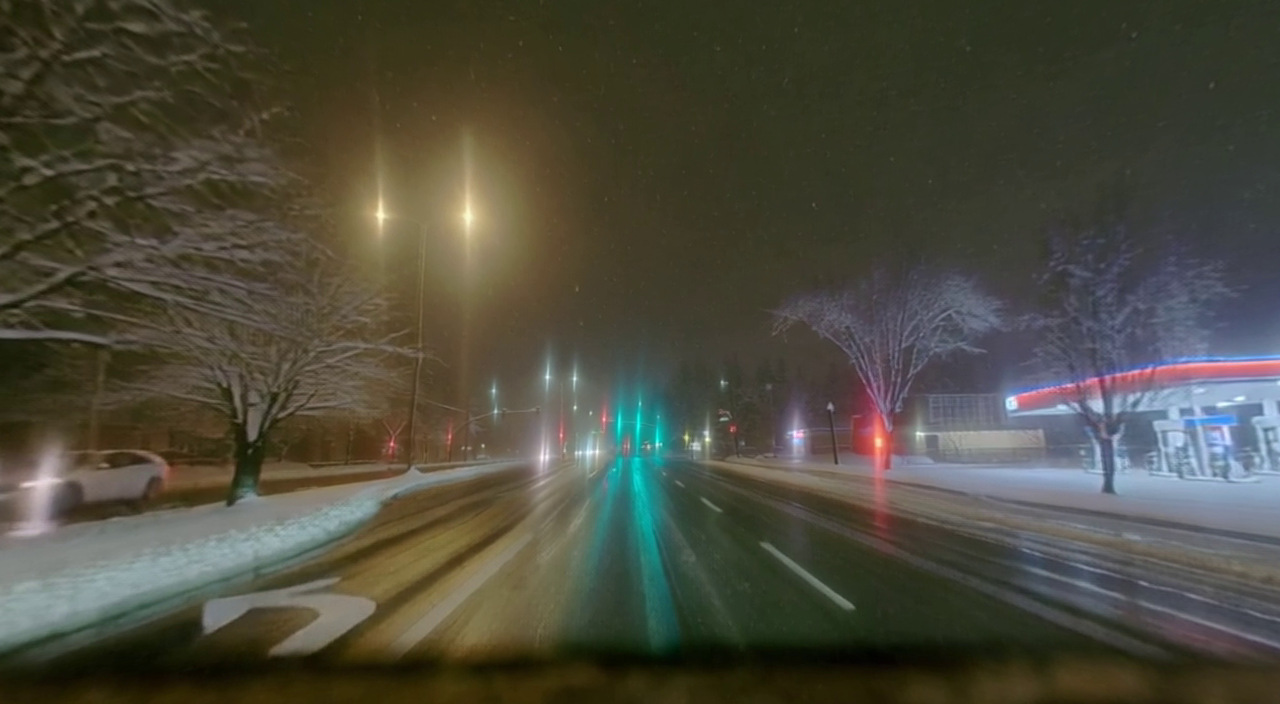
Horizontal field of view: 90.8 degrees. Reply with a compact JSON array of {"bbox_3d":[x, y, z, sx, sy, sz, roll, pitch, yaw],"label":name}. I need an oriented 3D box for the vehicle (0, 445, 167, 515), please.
[{"bbox_3d":[-15.498,3.351,17.135,1.916,1.620,4.408,0,-8,0],"label":"vehicle"}]

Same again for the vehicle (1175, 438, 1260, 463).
[{"bbox_3d":[36.700,6.261,40.281,1.665,1.442,3.759,0,-8,-4],"label":"vehicle"}]

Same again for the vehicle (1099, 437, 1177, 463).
[{"bbox_3d":[31.036,6.157,39.535,1.591,1.491,4.005,-2,-9,1],"label":"vehicle"}]
